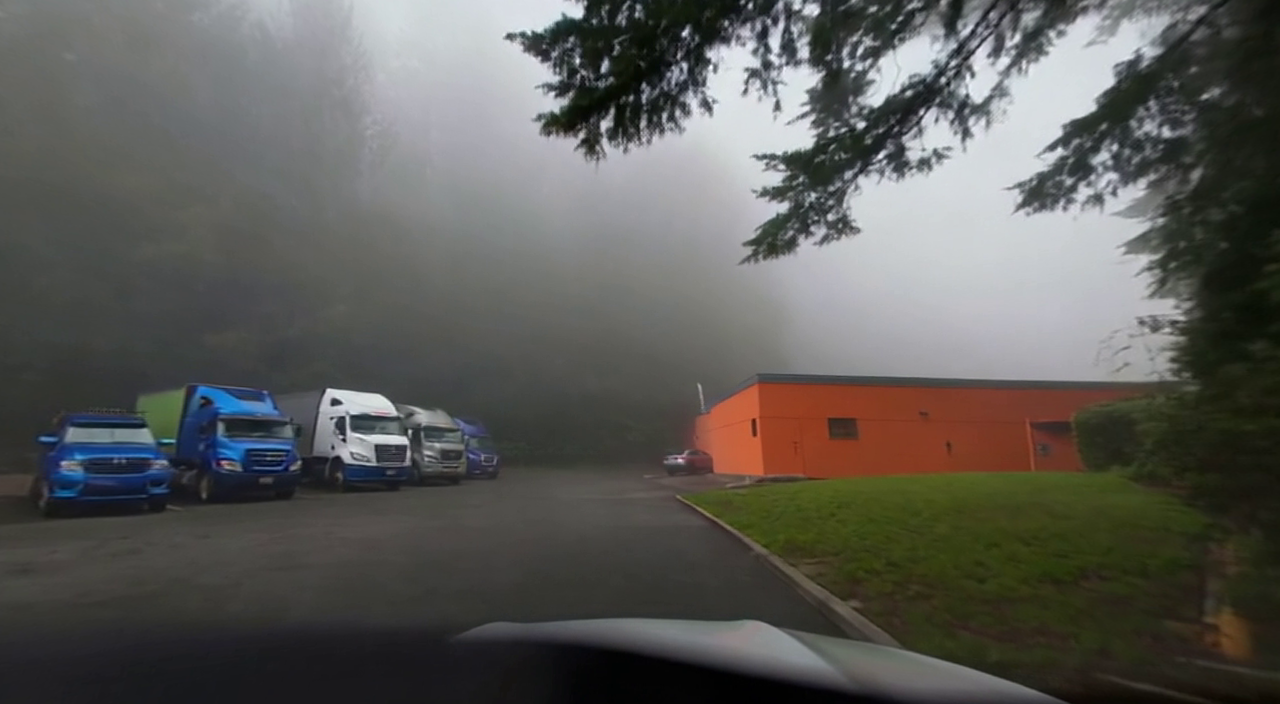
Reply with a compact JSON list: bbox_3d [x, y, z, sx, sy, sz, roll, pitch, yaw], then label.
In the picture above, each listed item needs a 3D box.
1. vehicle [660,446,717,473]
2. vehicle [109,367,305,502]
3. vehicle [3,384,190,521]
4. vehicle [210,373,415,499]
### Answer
[{"bbox_3d":[2.988,6.503,38.248,1.809,1.506,3.473,-7,-11,37],"label":"vehicle"},{"bbox_3d":[-16.235,3.124,23.064,11.512,3.871,3.038,-8,-12,42],"label":"vehicle"},{"bbox_3d":[-15.395,2.783,17.606,7.819,3.007,2.674,-8,-12,41],"label":"vehicle"},{"bbox_3d":[-13.628,3.487,25.443,11.906,4.069,2.948,-8,-12,41],"label":"vehicle"}]
